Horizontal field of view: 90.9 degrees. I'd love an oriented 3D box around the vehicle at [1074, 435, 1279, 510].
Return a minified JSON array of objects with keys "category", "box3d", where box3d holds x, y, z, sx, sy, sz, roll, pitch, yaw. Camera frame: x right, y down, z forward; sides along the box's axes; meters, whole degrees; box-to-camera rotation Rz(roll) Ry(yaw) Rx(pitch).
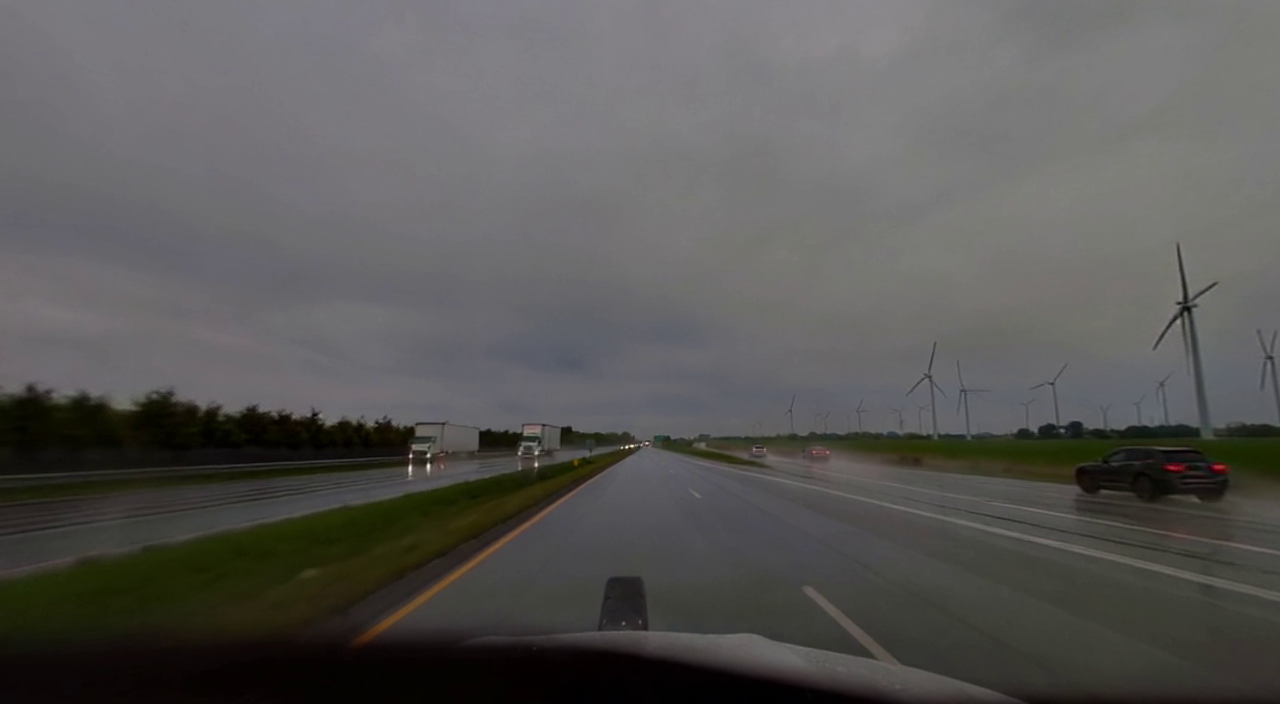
[{"category":"vehicle","box3d":[14.197,3.130,16.804,1.897,1.669,4.825,0,-9,2]}]
